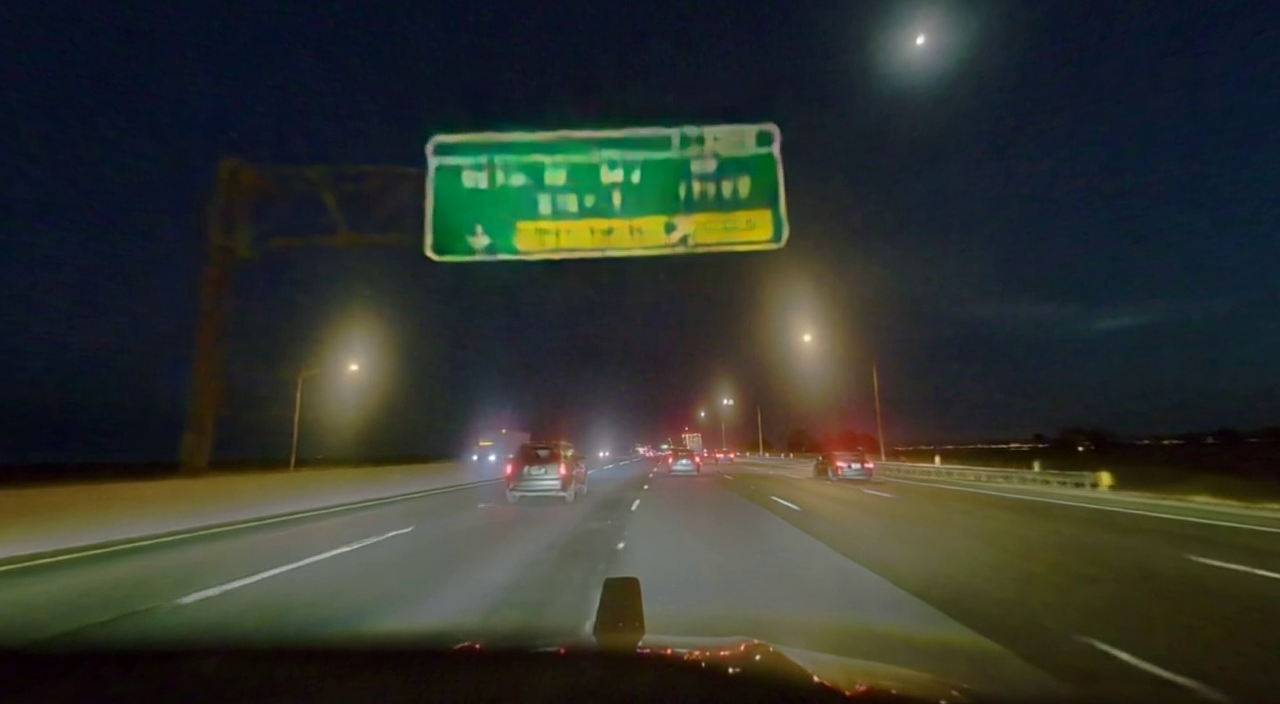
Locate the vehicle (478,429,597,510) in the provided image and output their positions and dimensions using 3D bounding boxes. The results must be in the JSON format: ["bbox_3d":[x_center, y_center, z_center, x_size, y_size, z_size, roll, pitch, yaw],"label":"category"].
[{"bbox_3d":[-2.371,2.894,15.874,2.142,1.724,4.344,0,-9,2],"label":"vehicle"}]

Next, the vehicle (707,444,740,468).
[{"bbox_3d":[6.293,7.888,47.898,1.975,1.650,4.257,0,-9,1],"label":"vehicle"}]

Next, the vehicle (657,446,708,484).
[{"bbox_3d":[1.742,4.790,26.998,2.004,1.471,4.032,0,-9,2],"label":"vehicle"}]
